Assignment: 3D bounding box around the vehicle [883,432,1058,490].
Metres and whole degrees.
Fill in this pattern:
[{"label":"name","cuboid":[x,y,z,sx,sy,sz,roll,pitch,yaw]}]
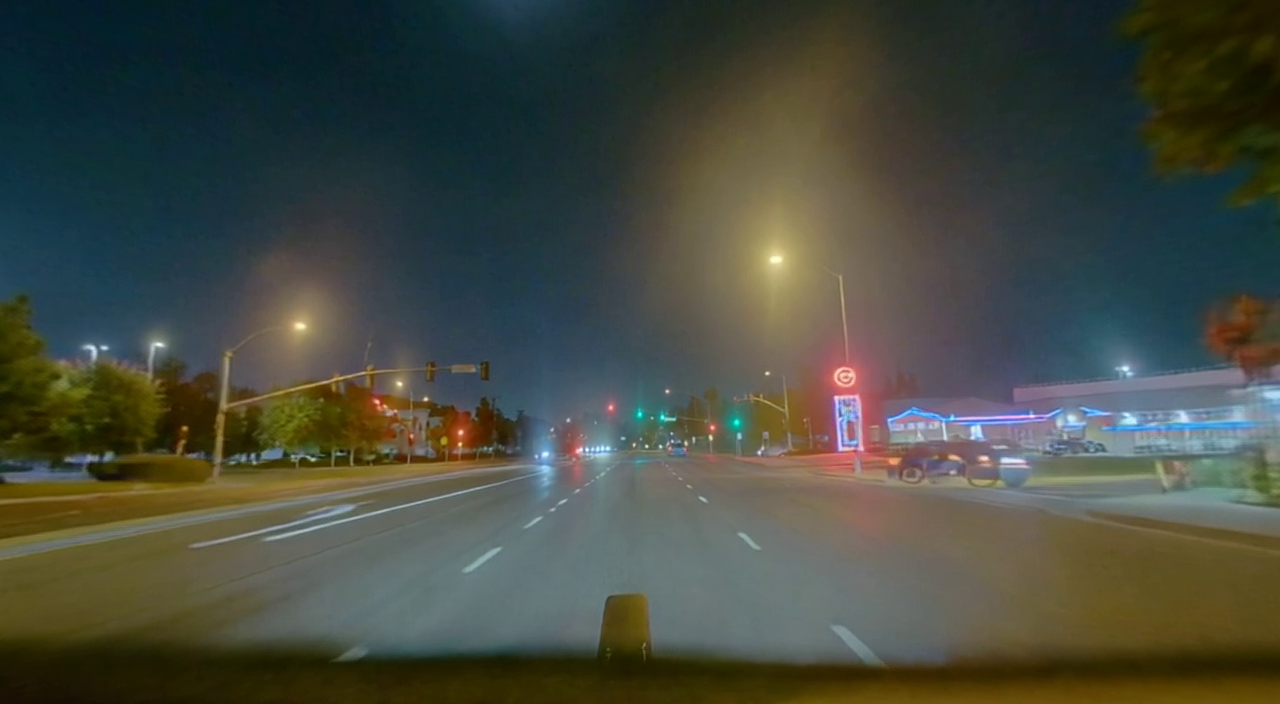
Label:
[{"label":"vehicle","cuboid":[9.527,3.167,18.449,4.007,1.591,1.915,-1,-8,3]}]
